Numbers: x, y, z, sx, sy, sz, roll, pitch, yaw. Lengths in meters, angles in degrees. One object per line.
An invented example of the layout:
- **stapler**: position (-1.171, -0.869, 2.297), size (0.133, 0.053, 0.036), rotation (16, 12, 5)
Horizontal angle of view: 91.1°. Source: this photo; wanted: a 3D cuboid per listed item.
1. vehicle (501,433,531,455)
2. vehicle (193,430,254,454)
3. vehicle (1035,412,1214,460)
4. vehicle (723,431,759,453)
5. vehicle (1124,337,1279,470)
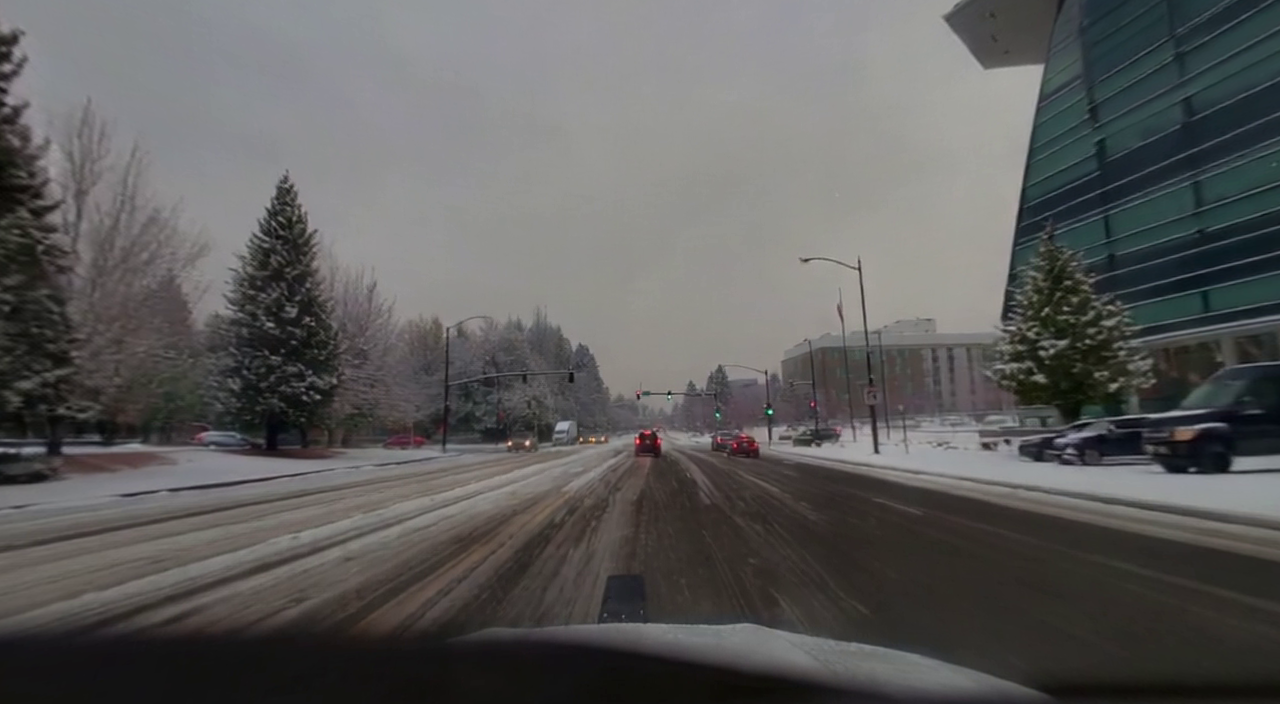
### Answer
- **vehicle**: position (-9.761, 7.225, 49.304), size (2.016, 1.677, 4.147), rotation (2, -9, -15)
- **vehicle**: position (-31.644, 6.918, 47.818), size (1.871, 1.703, 4.093), rotation (-1, -9, -1)
- **vehicle**: position (18.262, 3.203, 23.899), size (4.927, 1.679, 2.198), rotation (-1, -7, 2)
- **vehicle**: position (7.215, 6.524, 45.359), size (1.896, 1.463, 4.296), rotation (0, -8, 0)
- **vehicle**: position (18.933, 1.468, 17.858), size (7.796, 3.467, 2.793), rotation (-1, -7, 0)
